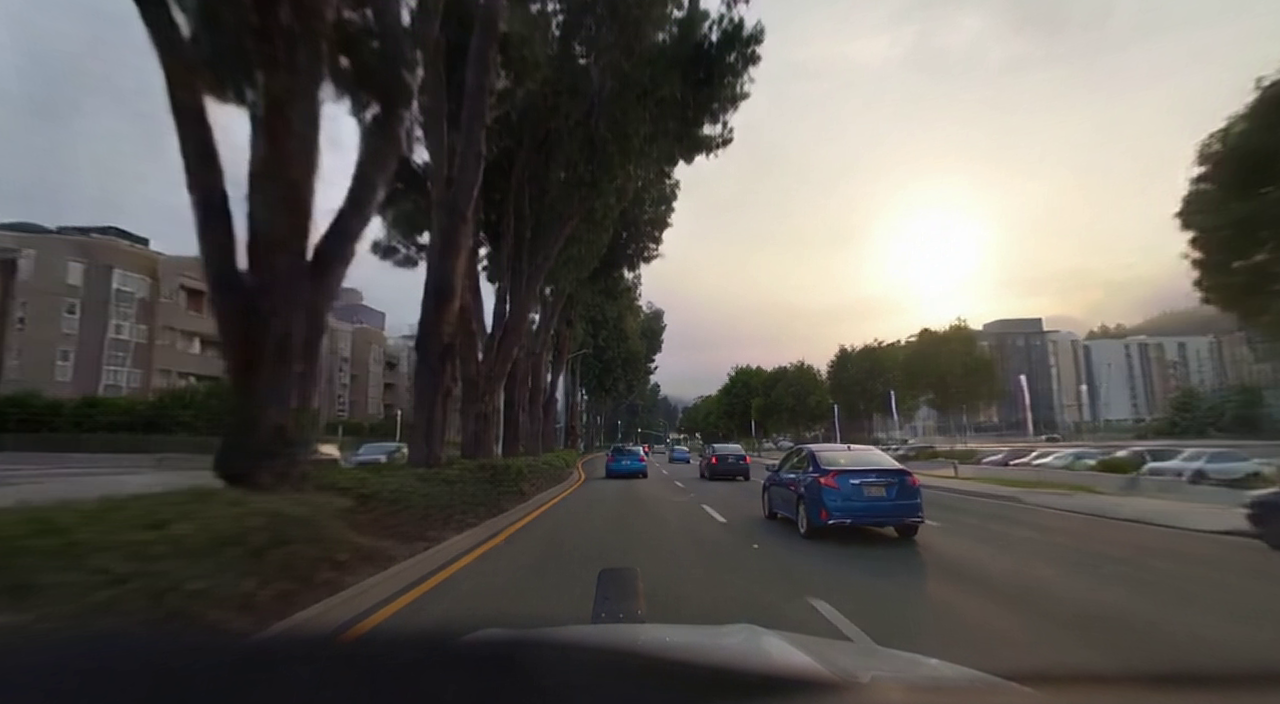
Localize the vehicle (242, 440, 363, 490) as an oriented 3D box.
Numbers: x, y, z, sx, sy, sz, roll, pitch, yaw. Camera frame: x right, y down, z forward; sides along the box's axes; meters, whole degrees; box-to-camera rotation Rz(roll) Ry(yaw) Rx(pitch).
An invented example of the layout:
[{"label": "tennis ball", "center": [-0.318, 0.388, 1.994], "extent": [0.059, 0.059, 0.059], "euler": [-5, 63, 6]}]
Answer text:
[{"label": "vehicle", "center": [-12.412, 4.177, 23.651], "extent": [2.021, 1.676, 4.547], "euler": [0, -9, -1]}]

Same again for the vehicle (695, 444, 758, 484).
[{"label": "vehicle", "center": [3.403, 4.502, 25.635], "extent": [1.908, 1.453, 4.230], "euler": [0, -9, -1]}]

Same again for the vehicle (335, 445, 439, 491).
[{"label": "vehicle", "center": [-9.038, 4.171, 23.034], "extent": [1.943, 1.483, 4.439], "euler": [0, -9, 0]}]

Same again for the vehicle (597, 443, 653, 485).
[{"label": "vehicle", "center": [-0.541, 4.304, 24.549], "extent": [1.994, 1.479, 3.647], "euler": [0, -9, 0]}]

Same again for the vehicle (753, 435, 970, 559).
[{"label": "vehicle", "center": [3.053, 2.065, 9.676], "extent": [1.852, 1.498, 3.825], "euler": [0, -9, -1]}]

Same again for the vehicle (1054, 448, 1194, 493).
[{"label": "vehicle", "center": [17.502, 4.240, 22.879], "extent": [4.113, 1.492, 2.063], "euler": [3, -9, -21]}]
